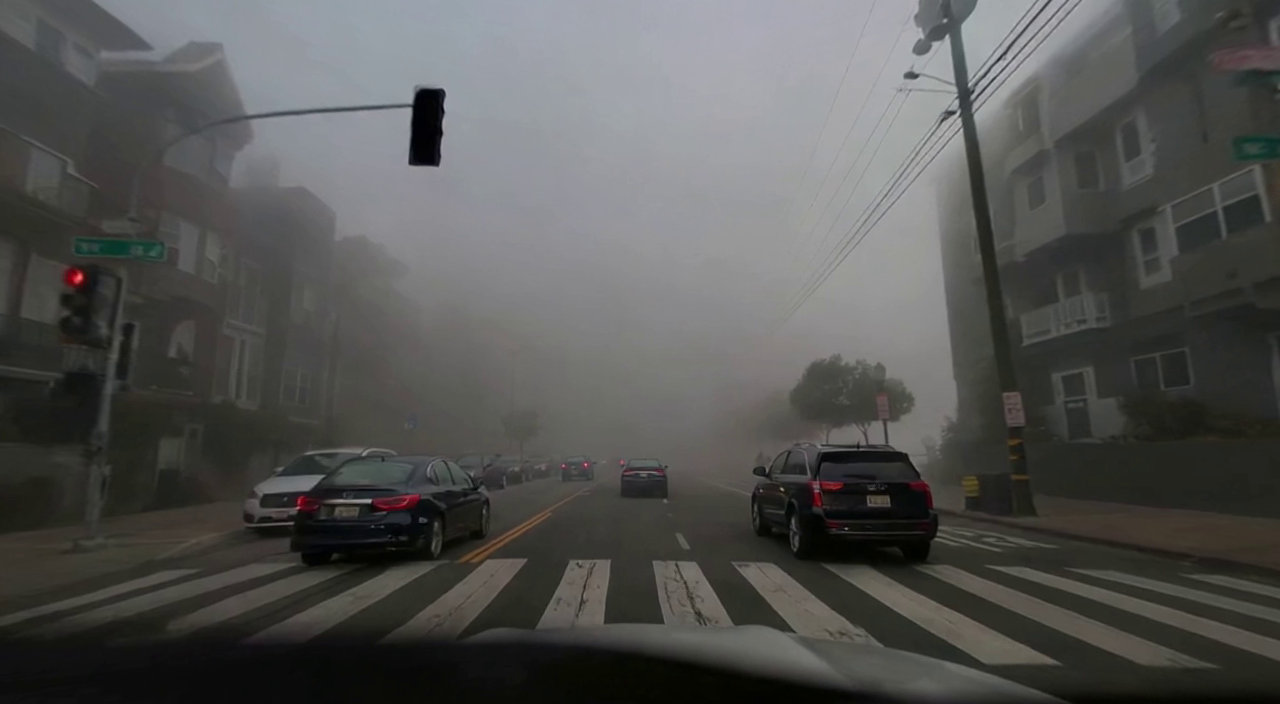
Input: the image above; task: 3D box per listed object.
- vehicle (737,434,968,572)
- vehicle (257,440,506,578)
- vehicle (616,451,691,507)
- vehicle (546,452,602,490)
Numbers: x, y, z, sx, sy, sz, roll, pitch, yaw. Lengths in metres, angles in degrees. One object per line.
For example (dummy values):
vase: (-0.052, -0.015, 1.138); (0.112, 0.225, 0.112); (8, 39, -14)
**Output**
vehicle: (3.037, 2.220, 10.246); (2.094, 1.709, 4.394); (0, -8, -2)
vehicle: (-3.531, 2.163, 9.614); (2.085, 1.619, 3.976); (0, -8, 0)
vehicle: (0.378, 3.980, 20.247); (2.139, 1.466, 4.373); (0, -8, 0)
vehicle: (-3.051, 5.584, 29.912); (2.019, 1.507, 4.643); (-1, -8, 2)
